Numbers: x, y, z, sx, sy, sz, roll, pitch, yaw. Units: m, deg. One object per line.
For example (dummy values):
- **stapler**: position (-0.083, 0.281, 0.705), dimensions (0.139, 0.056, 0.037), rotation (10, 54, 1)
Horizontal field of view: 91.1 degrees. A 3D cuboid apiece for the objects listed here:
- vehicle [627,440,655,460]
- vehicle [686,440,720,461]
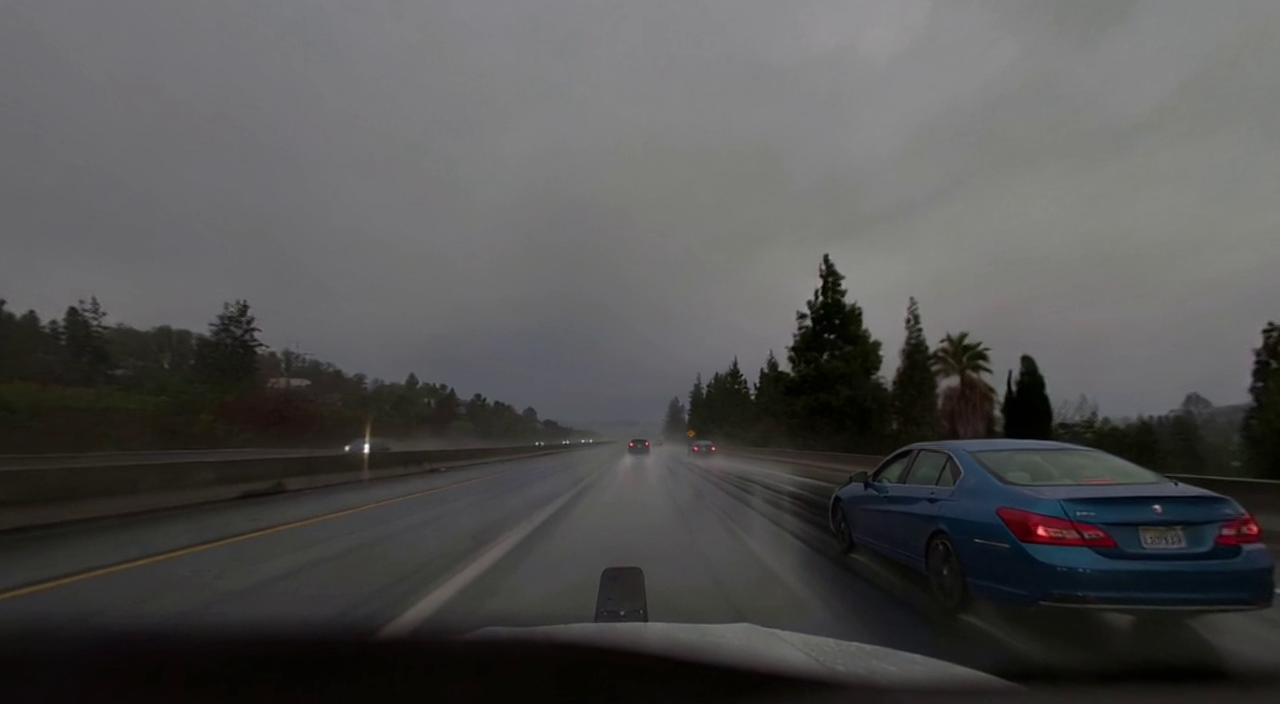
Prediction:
- **vehicle**: position (0.043, 7.451, 47.756), dimensions (2.052, 1.449, 3.857), rotation (0, -8, 0)
- **vehicle**: position (4.651, 7.352, 47.001), dimensions (2.008, 1.524, 4.598), rotation (0, -8, -1)
